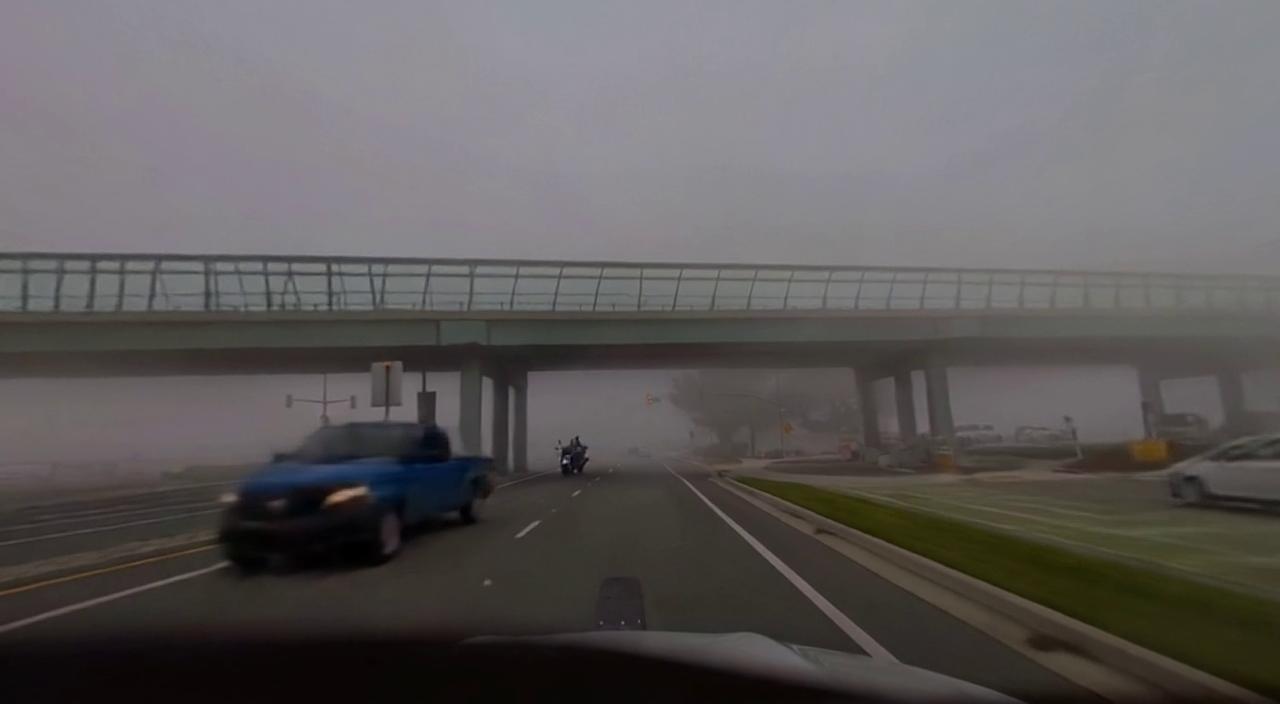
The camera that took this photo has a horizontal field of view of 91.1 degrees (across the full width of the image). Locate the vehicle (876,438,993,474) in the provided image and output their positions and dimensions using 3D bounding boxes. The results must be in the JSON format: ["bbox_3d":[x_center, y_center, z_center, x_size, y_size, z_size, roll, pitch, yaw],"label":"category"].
[{"bbox_3d":[14.398,5.064,30.970,2.078,1.523,4.760,2,-7,-34],"label":"vehicle"}]

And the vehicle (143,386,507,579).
[{"bbox_3d":[-3.975,1.819,9.649,2.468,1.993,5.840,-1,-9,1],"label":"vehicle"}]

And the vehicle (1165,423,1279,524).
[{"bbox_3d":[11.629,1.961,10.232,2.189,1.510,4.458,-6,-8,0],"label":"vehicle"}]
